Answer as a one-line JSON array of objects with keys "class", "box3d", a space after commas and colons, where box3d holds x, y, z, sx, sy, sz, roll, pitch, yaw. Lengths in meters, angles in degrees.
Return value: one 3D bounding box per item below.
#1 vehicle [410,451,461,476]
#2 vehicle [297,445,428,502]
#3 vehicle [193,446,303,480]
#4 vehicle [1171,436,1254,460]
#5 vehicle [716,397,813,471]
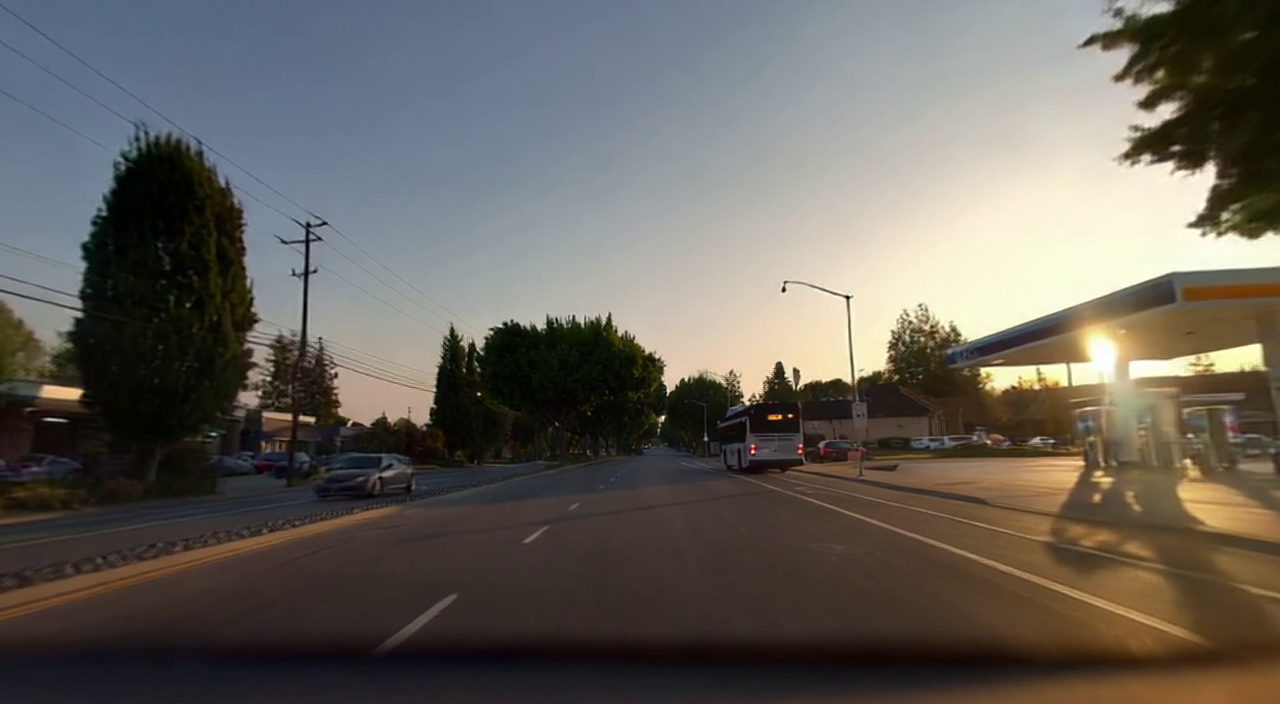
[{"class": "vehicle", "box3d": [-13.222, 7.218, 41.097, 1.779, 1.476, 4.260, 0, -8, 2]}, {"class": "vehicle", "box3d": [-8.127, 3.571, 18.988, 1.900, 1.481, 4.317, 0, -8, 1]}, {"class": "vehicle", "box3d": [-24.370, 6.869, 39.446, 2.284, 1.855, 5.392, -4, -9, 25]}, {"class": "vehicle", "box3d": [44.623, 7.462, 49.351, 1.948, 1.776, 5.438, -1, -8, 8]}, {"class": "vehicle", "box3d": [8.635, 6.112, 46.352, 4.582, 4.678, 12.589, 0, -8, 0]}]
